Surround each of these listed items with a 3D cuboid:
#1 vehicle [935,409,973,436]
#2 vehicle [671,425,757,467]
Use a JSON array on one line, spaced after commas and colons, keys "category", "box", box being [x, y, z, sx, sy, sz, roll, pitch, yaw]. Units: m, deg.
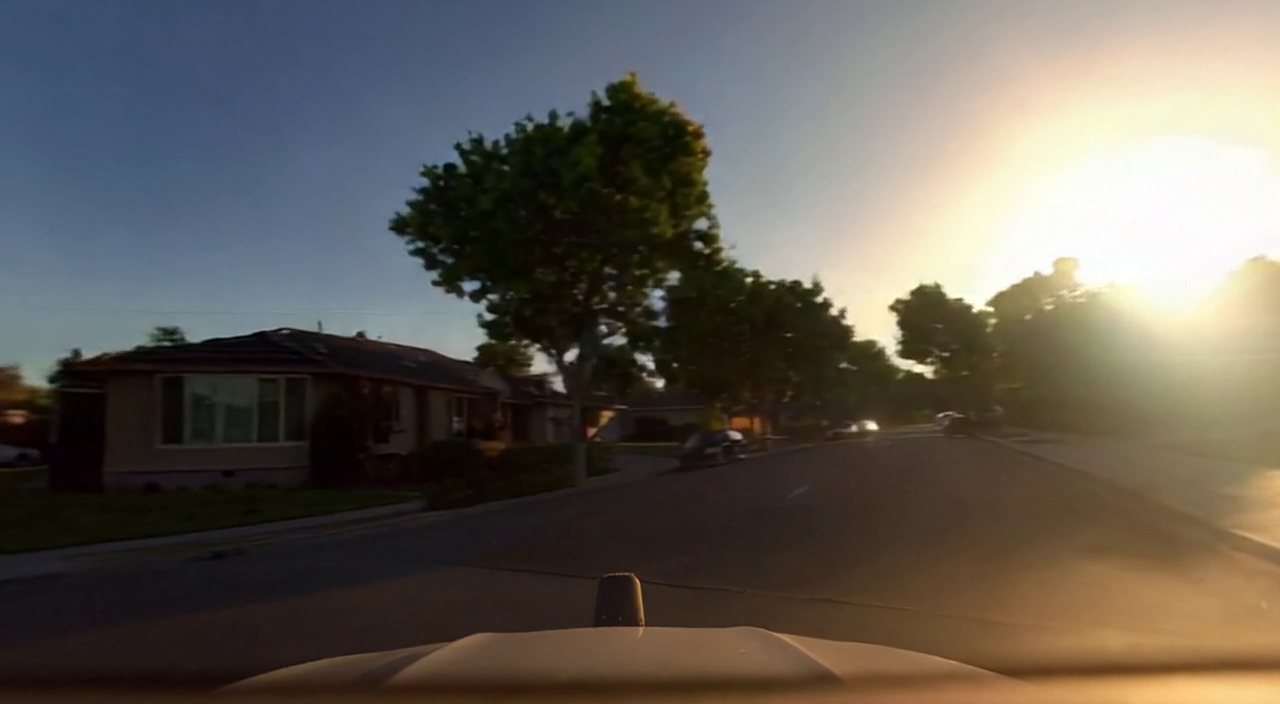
[{"category": "vehicle", "box": [21.414, 4.887, 43.171, 2.018, 1.665, 4.226, -4, -9, 24]}, {"category": "vehicle", "box": [2.976, 3.680, 24.718, 1.954, 1.490, 4.292, -5, -10, 27]}]
